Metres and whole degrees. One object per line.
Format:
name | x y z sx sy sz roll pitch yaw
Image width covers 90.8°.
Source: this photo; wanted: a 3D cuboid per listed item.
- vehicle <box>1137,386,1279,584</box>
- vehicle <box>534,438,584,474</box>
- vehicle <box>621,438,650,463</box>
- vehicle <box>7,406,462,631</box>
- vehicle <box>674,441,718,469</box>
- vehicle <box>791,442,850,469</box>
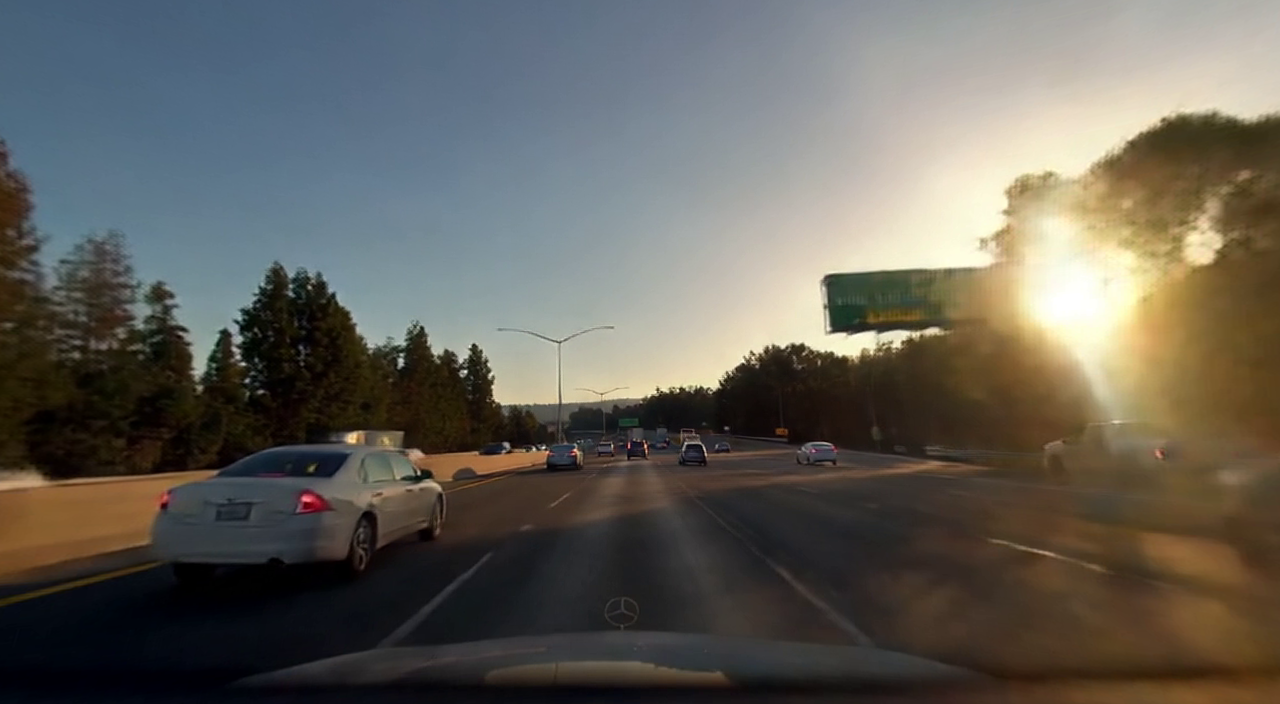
vehicle | 6.488 0.974 4.412 2.105 1.655 4.652 0 -8 -2
vehicle | -4.028 5.261 32.141 1.992 1.651 4.185 0 -8 0
vehicle | -0.380 7.667 49.311 2.192 1.813 4.864 0 -8 -1
vehicle | -3.643 1.567 6.954 2.119 1.654 4.353 0 -8 0
vehicle | 3.153 5.944 36.624 2.007 1.469 4.337 0 -8 -2
vehicle | 9.633 5.561 34.083 1.910 1.384 3.867 0 -8 -2
